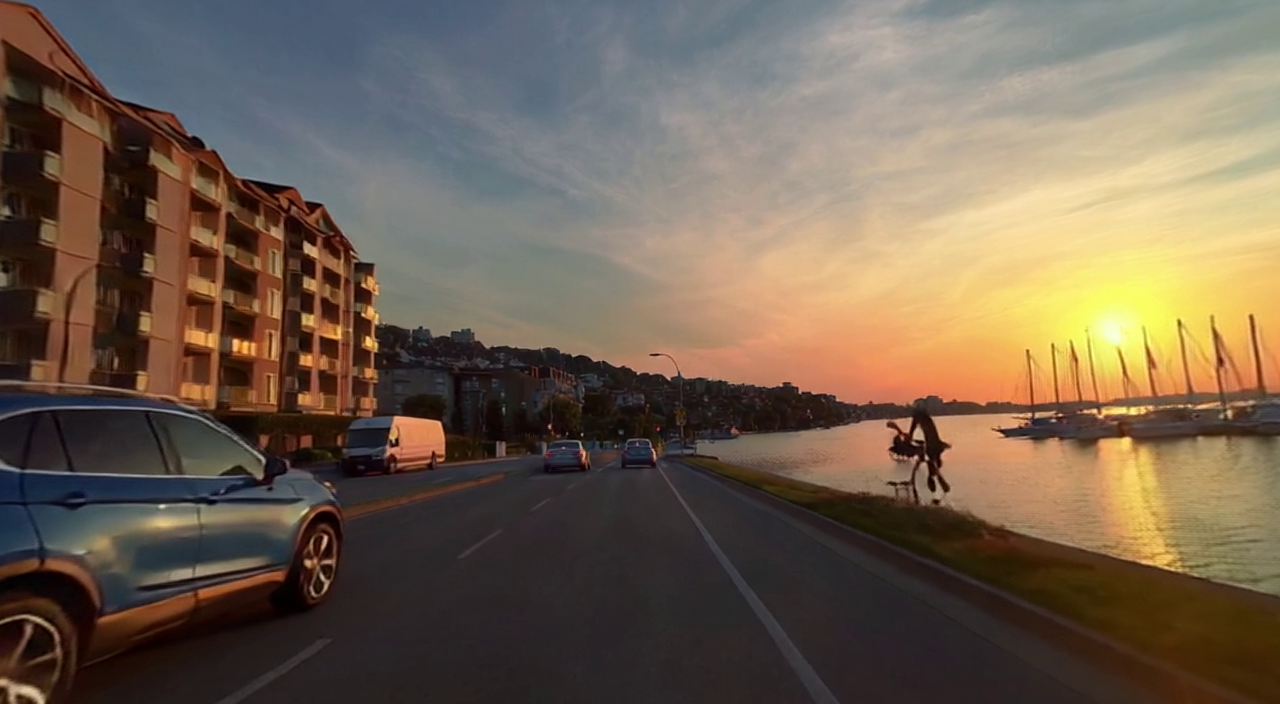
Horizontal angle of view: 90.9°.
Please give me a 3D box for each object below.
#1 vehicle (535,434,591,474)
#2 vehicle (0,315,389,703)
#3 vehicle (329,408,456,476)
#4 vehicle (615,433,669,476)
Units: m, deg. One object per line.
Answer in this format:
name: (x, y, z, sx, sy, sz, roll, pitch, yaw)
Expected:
vehicle: (-3.505, 4.736, 29.445, 2.056, 1.680, 4.205, 0, -9, 1)
vehicle: (-3.551, 0.975, 3.799, 2.082, 1.817, 4.724, 0, -9, 0)
vehicle: (-13.476, 5.104, 35.503, 2.924, 3.288, 9.352, -1, -9, 3)
vehicle: (0.064, 4.192, 25.875, 2.057, 1.624, 3.726, 0, -9, 0)
